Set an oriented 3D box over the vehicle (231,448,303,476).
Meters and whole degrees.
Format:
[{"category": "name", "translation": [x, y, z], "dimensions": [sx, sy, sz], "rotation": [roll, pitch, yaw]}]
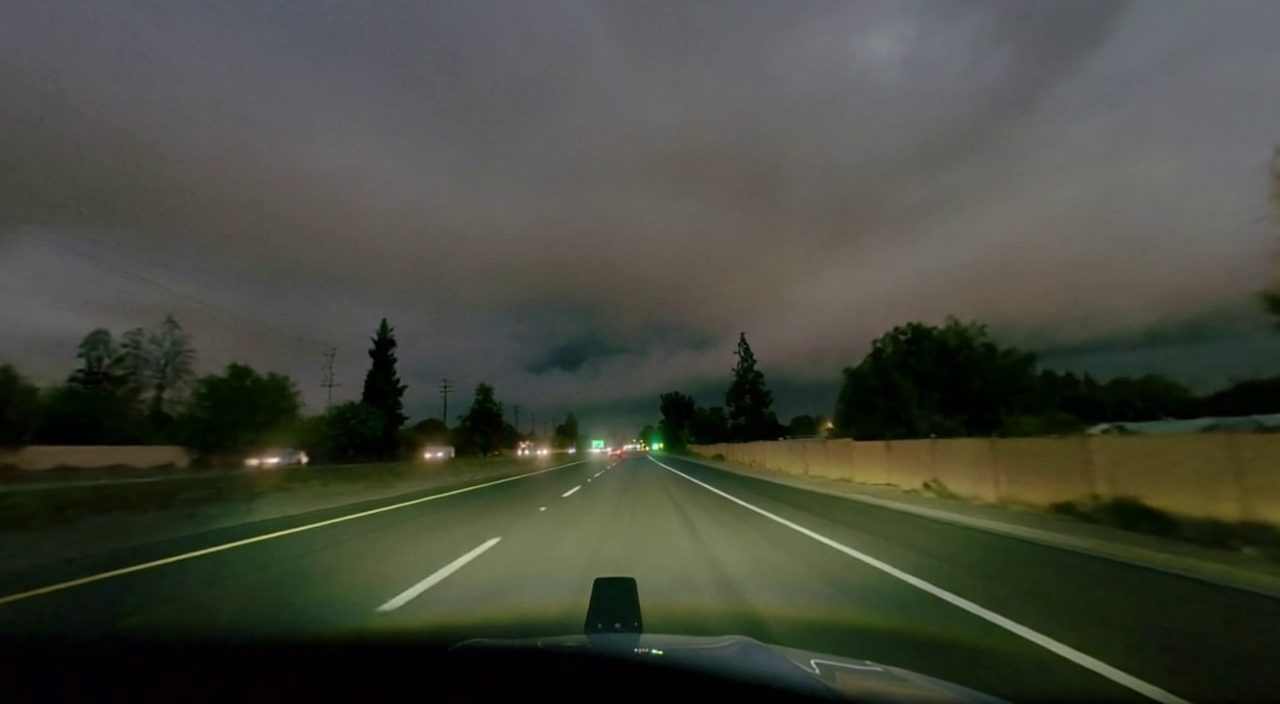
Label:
[{"category": "vehicle", "translation": [-24.846, 7.308, 42.108], "dimensions": [1.963, 1.698, 4.520], "rotation": [0, -9, 1]}]
